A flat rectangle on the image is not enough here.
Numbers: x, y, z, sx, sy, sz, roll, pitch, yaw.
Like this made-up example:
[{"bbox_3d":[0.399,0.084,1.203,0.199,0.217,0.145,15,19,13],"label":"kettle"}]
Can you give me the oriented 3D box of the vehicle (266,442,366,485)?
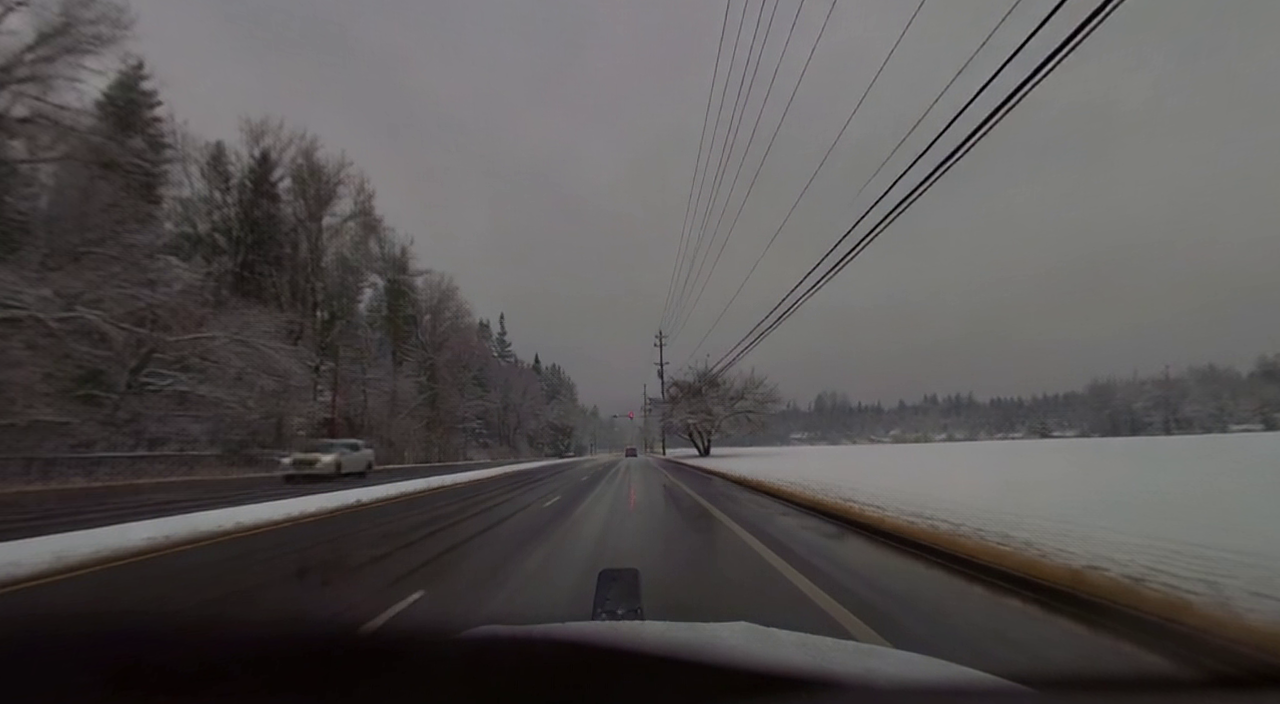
[{"bbox_3d":[-14.352,4.946,28.368,2.037,1.712,4.576,0,-9,0],"label":"vehicle"}]
